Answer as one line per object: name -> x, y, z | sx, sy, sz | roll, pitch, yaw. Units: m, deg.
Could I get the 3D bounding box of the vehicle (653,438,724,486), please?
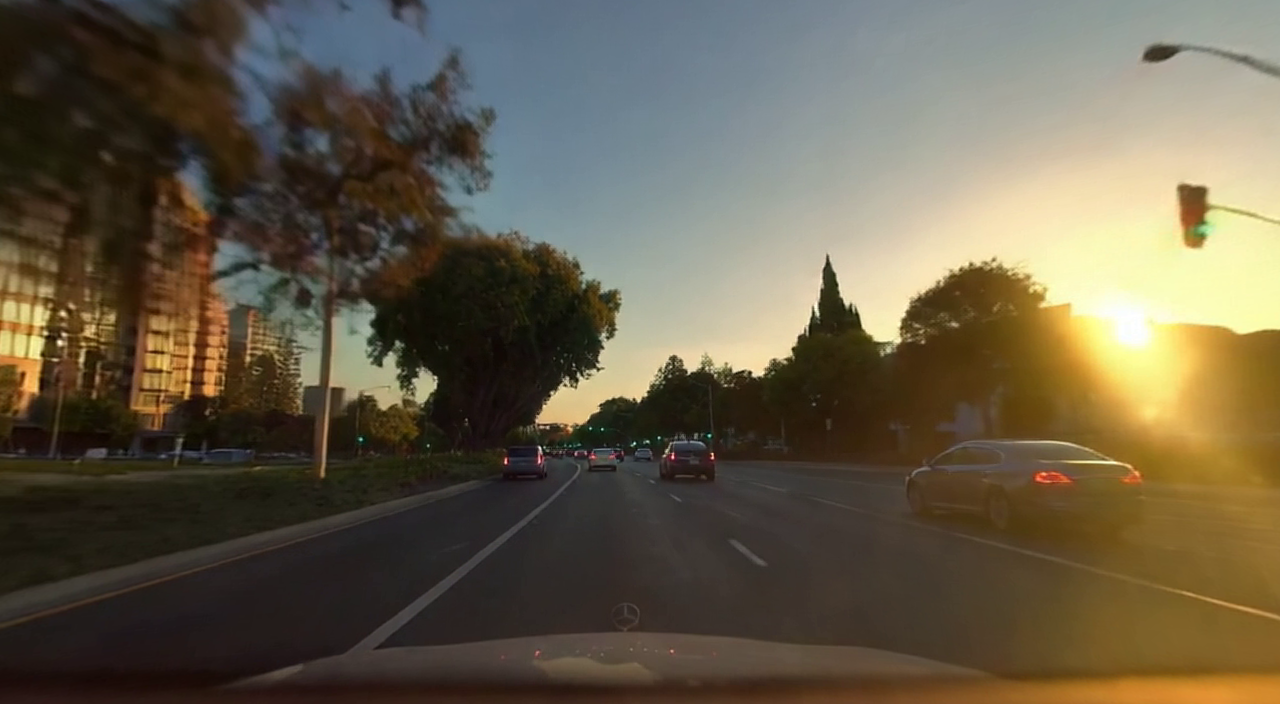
vehicle -> 1.800, 4.285, 25.020 | 2.161, 1.716, 4.194 | 0, -8, -4

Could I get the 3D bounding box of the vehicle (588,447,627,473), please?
vehicle -> -2.034, 6.500, 38.293 | 2.155, 1.486, 4.403 | 0, -8, -5

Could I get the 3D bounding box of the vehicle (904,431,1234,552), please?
vehicle -> 6.052, 1.987, 9.753 | 1.945, 1.408, 4.288 | 0, -8, -3

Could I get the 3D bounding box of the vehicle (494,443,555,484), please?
vehicle -> -5.106, 4.991, 28.564 | 2.172, 1.671, 4.175 | 0, -8, -3
